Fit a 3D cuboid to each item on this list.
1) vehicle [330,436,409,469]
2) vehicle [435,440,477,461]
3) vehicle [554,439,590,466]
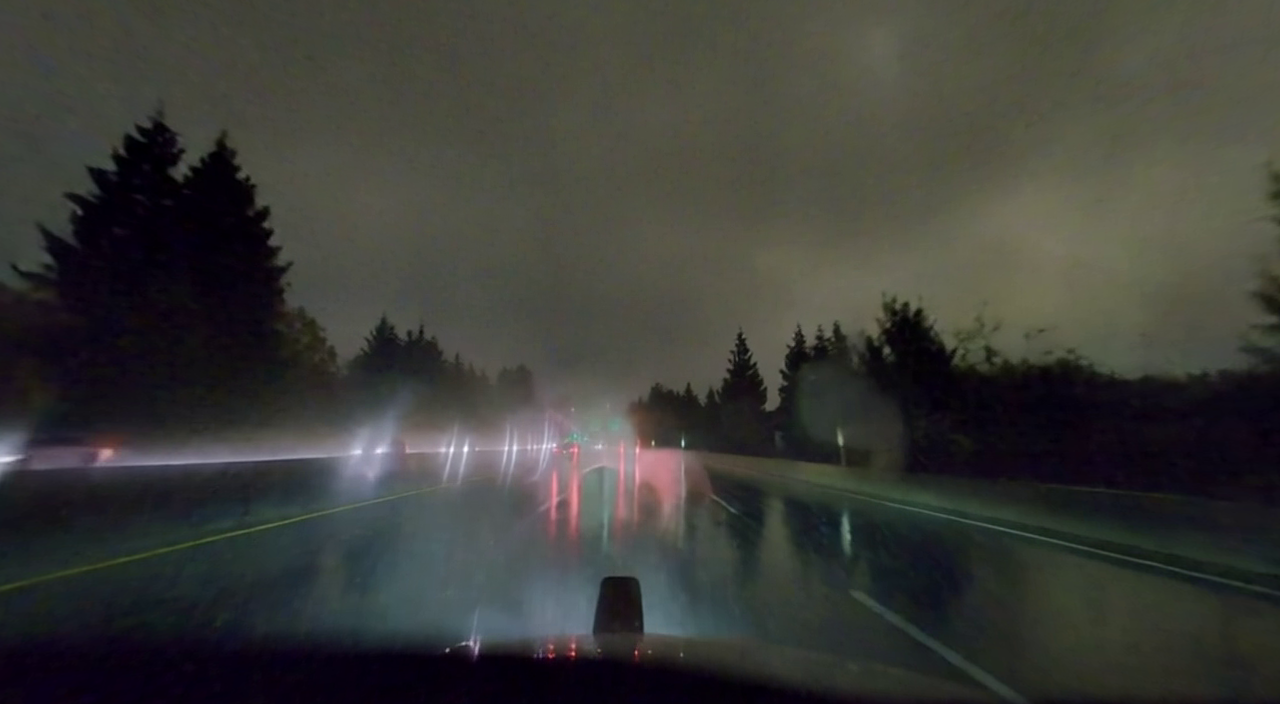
[{"bbox_3d":[-13.325,4.982,31.160,2.169,1.511,4.002,0,-9,0],"label":"vehicle"},{"bbox_3d":[-13.720,7.398,46.994,1.888,1.491,4.426,0,-9,-1],"label":"vehicle"},{"bbox_3d":[-4.607,6.866,42.811,2.098,1.692,4.038,0,-9,-2],"label":"vehicle"}]
